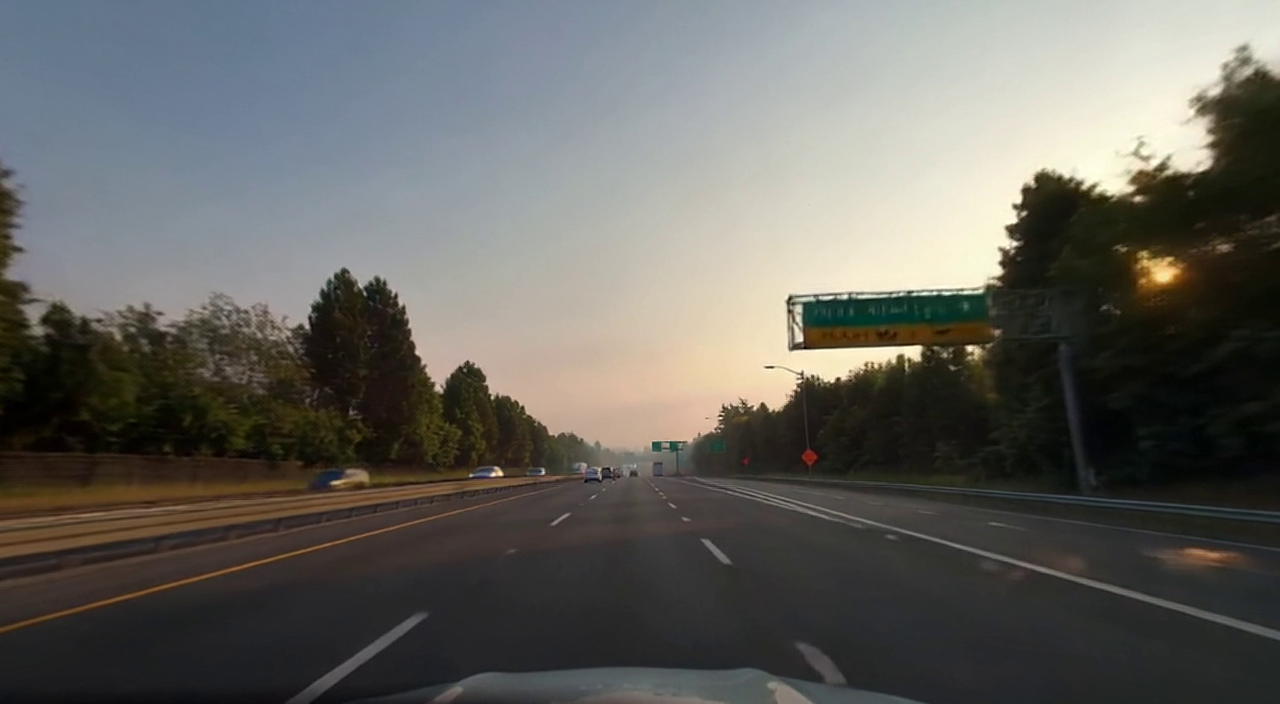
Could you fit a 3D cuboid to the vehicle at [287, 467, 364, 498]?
[{"bbox_3d":[-16.574,6.885,33.447,1.870,1.442,4.119,1,-11,0],"label":"vehicle"}]
